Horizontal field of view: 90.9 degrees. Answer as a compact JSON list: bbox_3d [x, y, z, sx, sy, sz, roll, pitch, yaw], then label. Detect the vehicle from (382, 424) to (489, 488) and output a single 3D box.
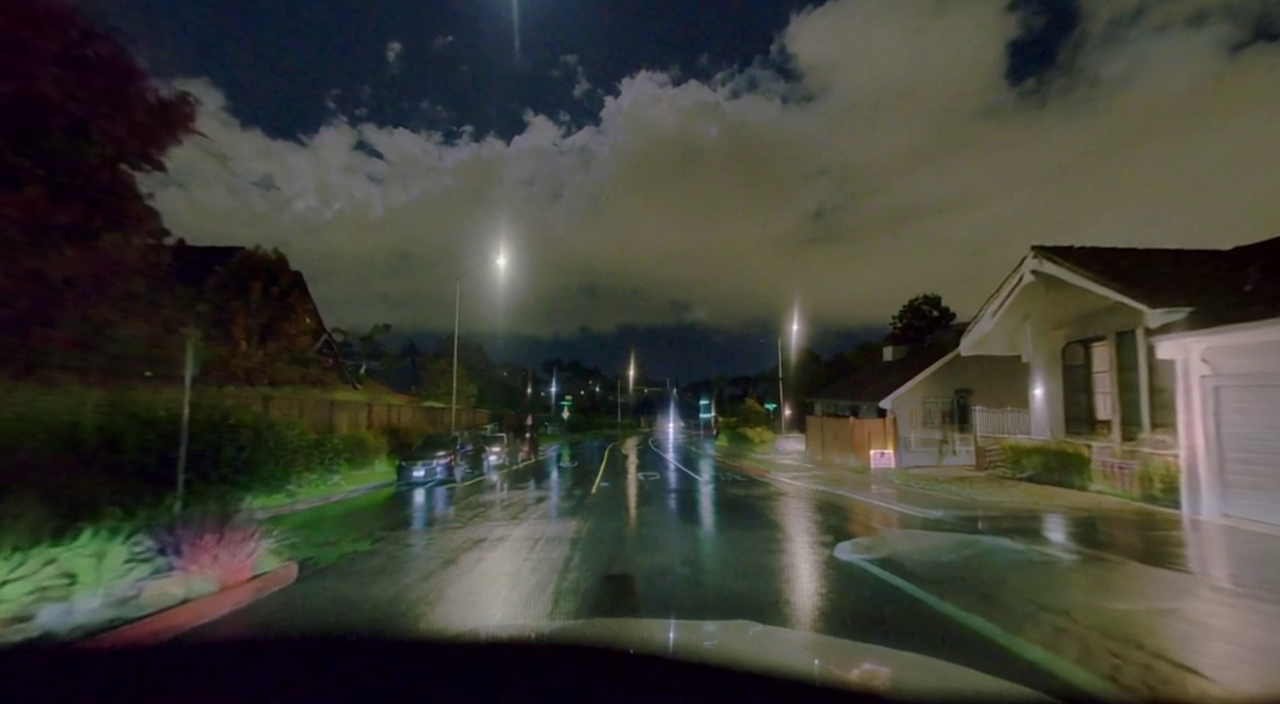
[{"bbox_3d":[-6.247,3.203,19.804,2.147,1.780,4.165,0,-8,-3],"label":"vehicle"}]
